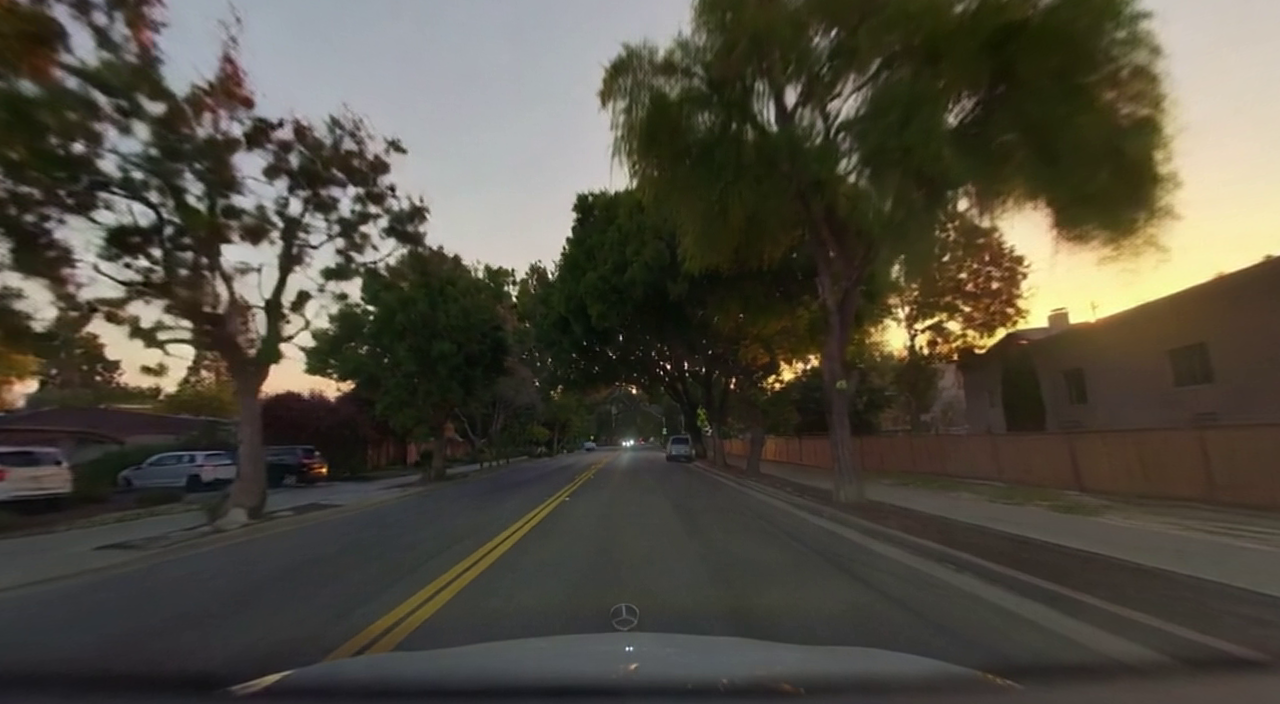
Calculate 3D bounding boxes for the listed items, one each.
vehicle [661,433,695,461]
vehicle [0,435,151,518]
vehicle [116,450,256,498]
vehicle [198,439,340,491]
[{"bbox_3d":[2.669,6.746,45.083,2.125,1.861,4.564,0,-8,0],"label":"vehicle"},{"bbox_3d":[-14.980,2.917,15.001,2.066,1.852,4.782,-6,-10,33],"label":"vehicle"},{"bbox_3d":[-15.528,4.094,21.601,4.273,1.459,2.000,-4,-9,26],"label":"vehicle"},{"bbox_3d":[-14.381,4.320,24.435,5.275,1.807,2.279,-5,-9,29],"label":"vehicle"}]
